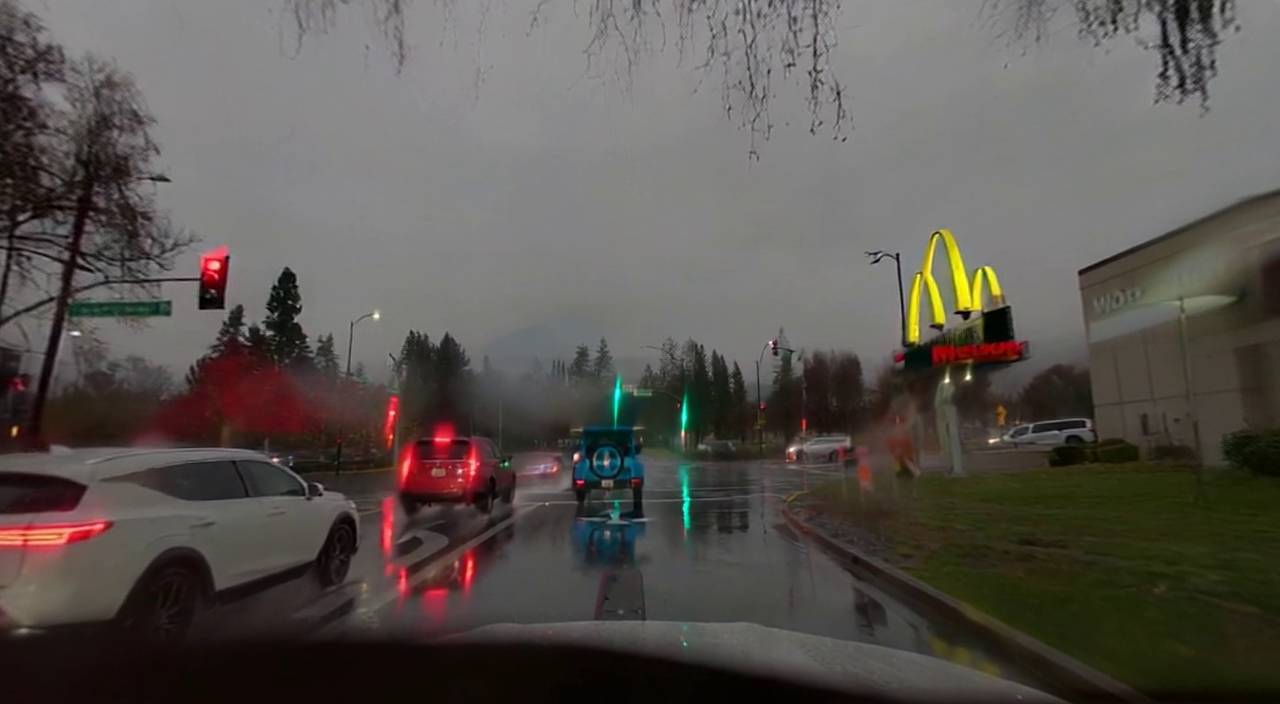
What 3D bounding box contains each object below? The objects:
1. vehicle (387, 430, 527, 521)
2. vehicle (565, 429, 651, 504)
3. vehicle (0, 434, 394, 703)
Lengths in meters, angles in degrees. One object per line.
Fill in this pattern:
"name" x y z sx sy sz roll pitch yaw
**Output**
"vehicle" -4.136 2.855 15.197 2.130 1.819 4.497 0 -8 -2
"vehicle" -0.933 3.314 18.766 2.224 1.923 4.643 1 -8 -3
"vehicle" -3.976 1.489 5.428 1.941 1.479 4.541 0 -8 -1
